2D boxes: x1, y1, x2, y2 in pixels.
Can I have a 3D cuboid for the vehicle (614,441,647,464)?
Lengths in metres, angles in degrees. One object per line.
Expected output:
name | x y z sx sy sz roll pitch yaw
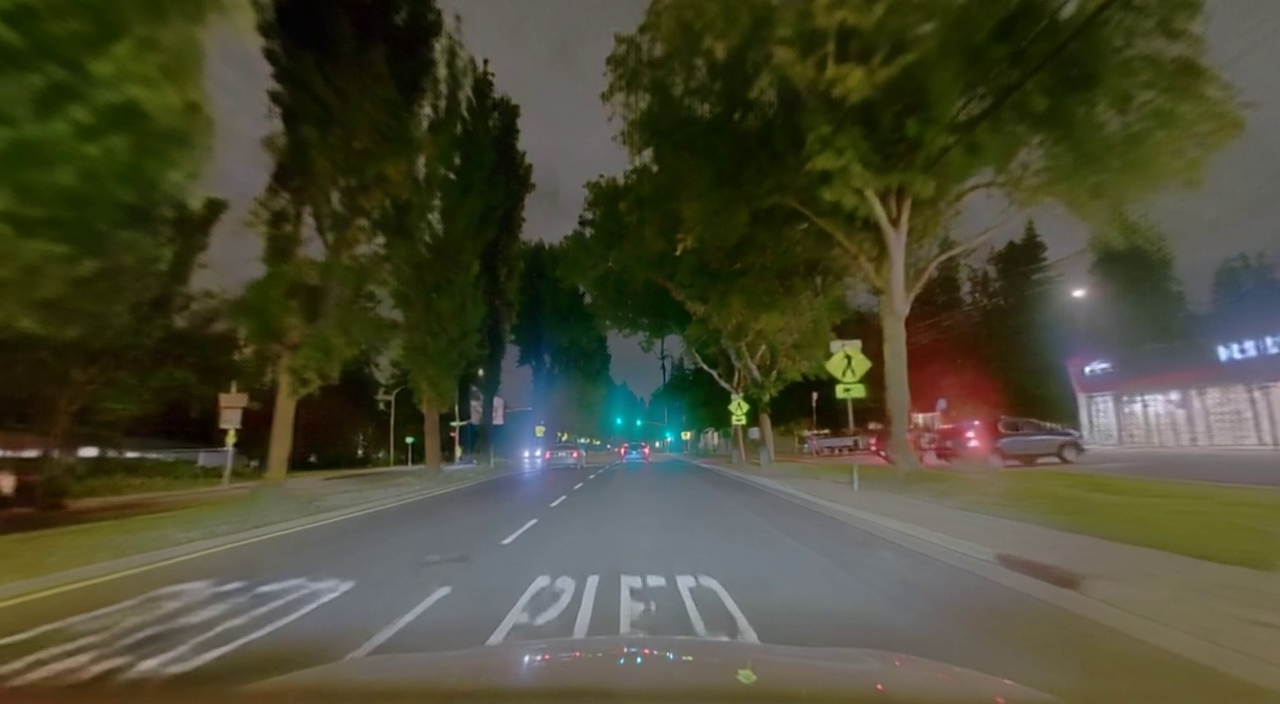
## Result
vehicle | -0.635 6.873 43.041 2.187 1.478 4.138 0 -8 -1

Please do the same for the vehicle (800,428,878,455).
vehicle | 15.282 6.925 48.586 5.230 2.007 2.410 0 -9 1

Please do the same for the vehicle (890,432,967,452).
vehicle | 22.313 6.966 48.808 5.025 1.532 1.958 0 -9 -1

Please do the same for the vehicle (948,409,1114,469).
vehicle | 12.545 2.723 20.267 4.442 1.752 2.008 1 -6 -16

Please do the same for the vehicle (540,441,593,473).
vehicle | -3.546 5.140 31.047 2.083 1.460 4.527 0 -8 0
